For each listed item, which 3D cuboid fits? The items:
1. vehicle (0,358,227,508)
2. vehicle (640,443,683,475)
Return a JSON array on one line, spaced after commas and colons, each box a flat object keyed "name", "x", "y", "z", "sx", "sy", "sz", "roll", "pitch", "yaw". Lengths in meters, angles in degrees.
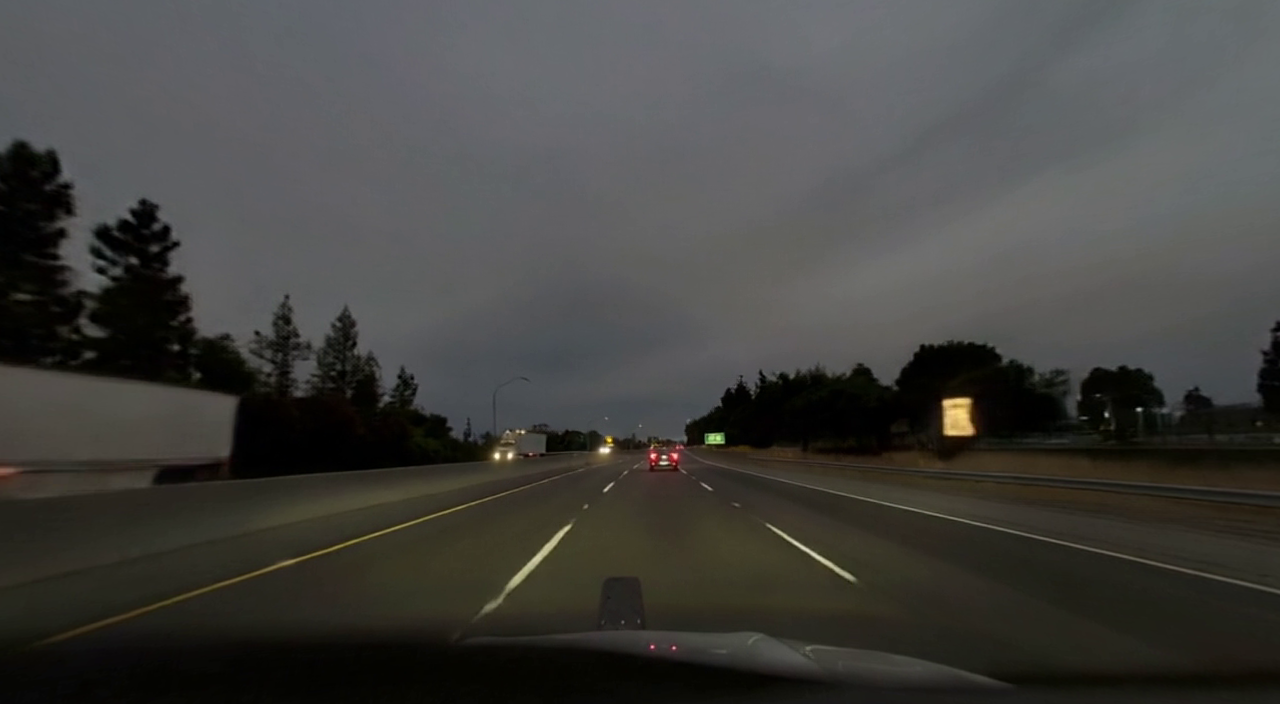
[{"name": "vehicle", "x": -19.137, "y": 2.489, "z": 19.032, "sx": 3.305, "sy": 4.060, "sz": 14.698, "roll": 0, "pitch": -9, "yaw": 0}, {"name": "vehicle", "x": 1.141, "y": 5.949, "z": 35.135, "sx": 2.231, "sy": 1.652, "sz": 4.503, "roll": 0, "pitch": -9, "yaw": 0}]
